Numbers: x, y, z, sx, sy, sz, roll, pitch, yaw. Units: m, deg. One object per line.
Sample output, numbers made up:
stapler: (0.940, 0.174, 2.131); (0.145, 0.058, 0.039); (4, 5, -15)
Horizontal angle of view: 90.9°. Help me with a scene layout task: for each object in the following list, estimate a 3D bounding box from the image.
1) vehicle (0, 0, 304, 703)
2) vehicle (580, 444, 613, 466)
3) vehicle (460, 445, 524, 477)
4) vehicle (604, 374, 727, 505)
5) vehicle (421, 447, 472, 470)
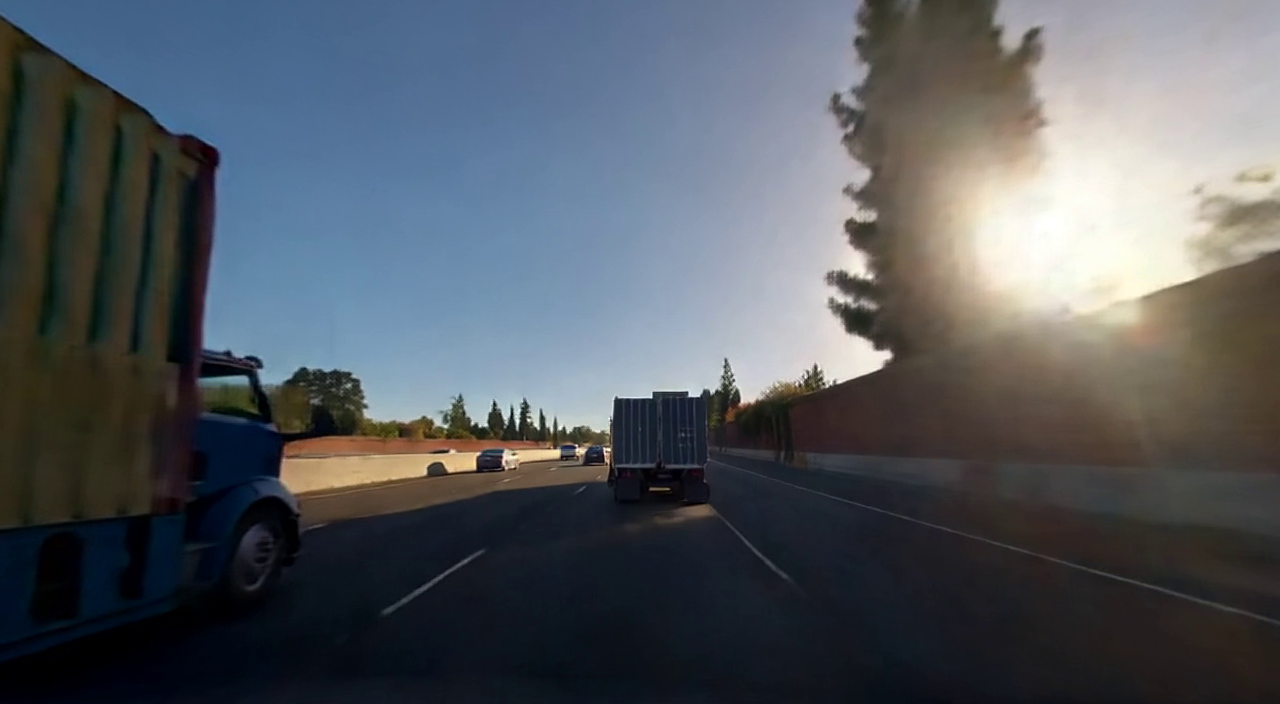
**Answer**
vehicle: (-4.199, -0.145, 1.813); (2.998, 3.992, 5.800); (0, -8, 2)
vehicle: (-3.114, 7.540, 46.327); (1.974, 1.475, 4.538); (0, -8, 1)
vehicle: (-7.389, 5.475, 32.072); (2.006, 1.458, 4.700); (0, -8, 2)
vehicle: (0.362, 2.655, 19.067); (2.798, 3.071, 8.412); (0, -8, -4)
vehicle: (-12.856, 7.086, 42.196); (1.908, 1.473, 4.552); (0, -8, 1)
